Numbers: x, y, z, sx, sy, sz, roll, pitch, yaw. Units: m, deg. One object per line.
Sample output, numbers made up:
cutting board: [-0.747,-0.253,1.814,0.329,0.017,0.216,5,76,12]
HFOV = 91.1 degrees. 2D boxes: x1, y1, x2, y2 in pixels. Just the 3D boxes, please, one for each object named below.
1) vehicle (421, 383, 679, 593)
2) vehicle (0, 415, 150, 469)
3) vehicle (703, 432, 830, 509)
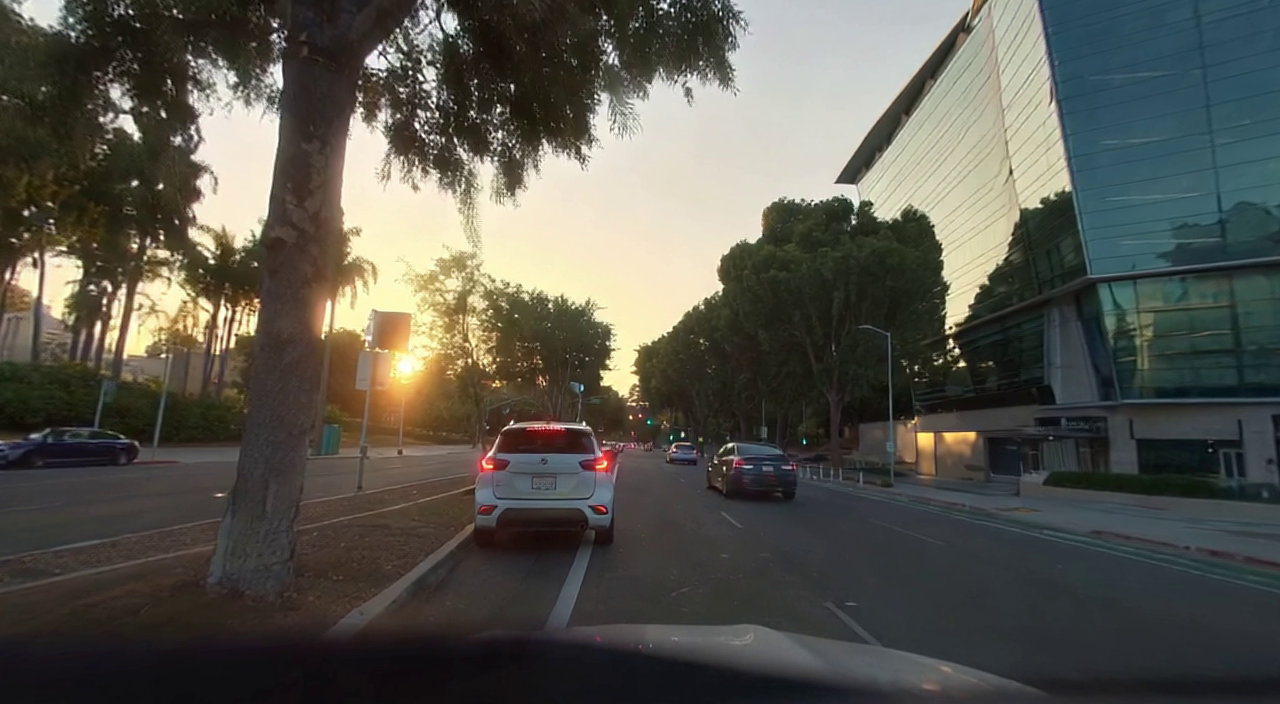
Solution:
vehicle: [-1.139,1.559,8.107,2.275,1.819,4.883,1,-9,-9]
vehicle: [-18.851,2.949,20.435,1.911,1.542,4.748,0,-8,1]
vehicle: [3.368,3.259,17.817,2.301,1.716,4.856,4,-9,-3]
